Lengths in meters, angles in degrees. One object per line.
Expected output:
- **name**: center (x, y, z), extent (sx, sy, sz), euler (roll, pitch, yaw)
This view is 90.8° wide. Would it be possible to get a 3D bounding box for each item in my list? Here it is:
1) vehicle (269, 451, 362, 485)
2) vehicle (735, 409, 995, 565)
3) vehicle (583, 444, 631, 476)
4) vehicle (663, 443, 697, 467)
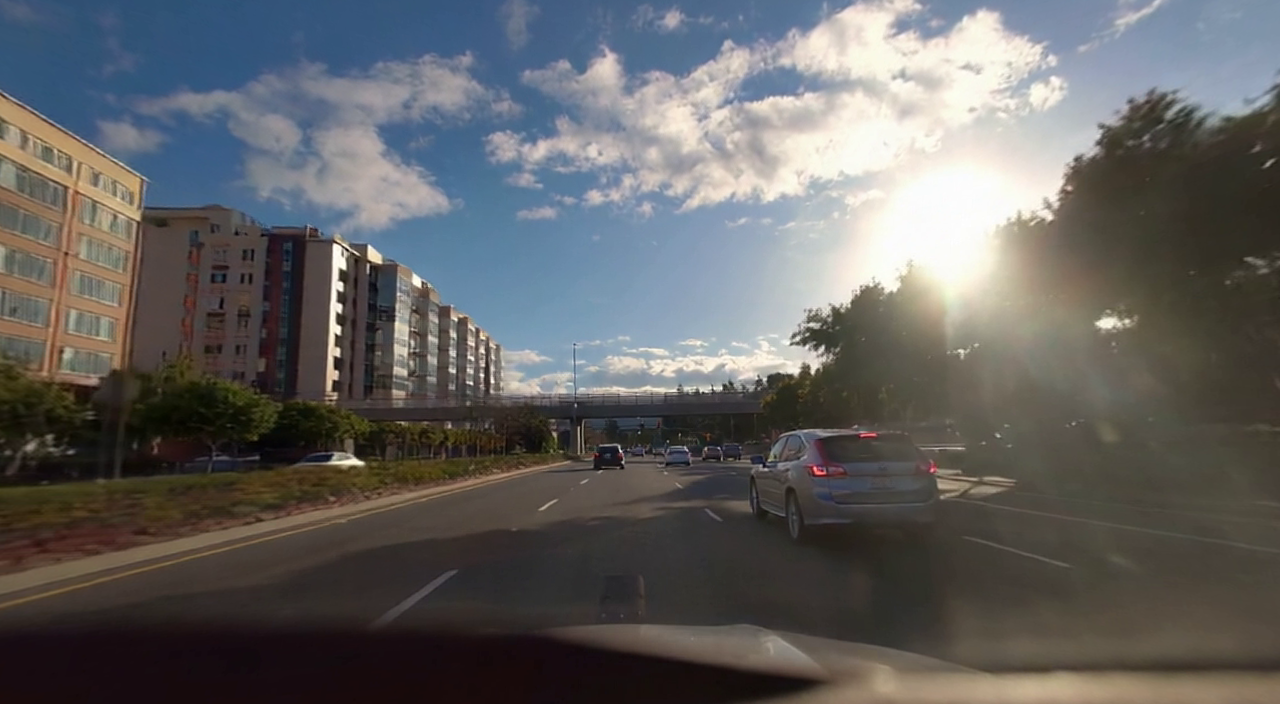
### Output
- **vehicle**: center (-15.508, 5.548, 30.529), extent (1.935, 1.477, 4.703), euler (0, -9, 1)
- **vehicle**: center (2.911, 1.884, 9.561), extent (2.130, 1.741, 4.665), euler (0, -9, -1)
- **vehicle**: center (-1.619, 5.568, 32.784), extent (2.173, 1.498, 4.528), euler (0, -9, 1)
- **vehicle**: center (2.997, 7.815, 48.027), extent (2.165, 1.708, 3.928), euler (0, -9, -2)
